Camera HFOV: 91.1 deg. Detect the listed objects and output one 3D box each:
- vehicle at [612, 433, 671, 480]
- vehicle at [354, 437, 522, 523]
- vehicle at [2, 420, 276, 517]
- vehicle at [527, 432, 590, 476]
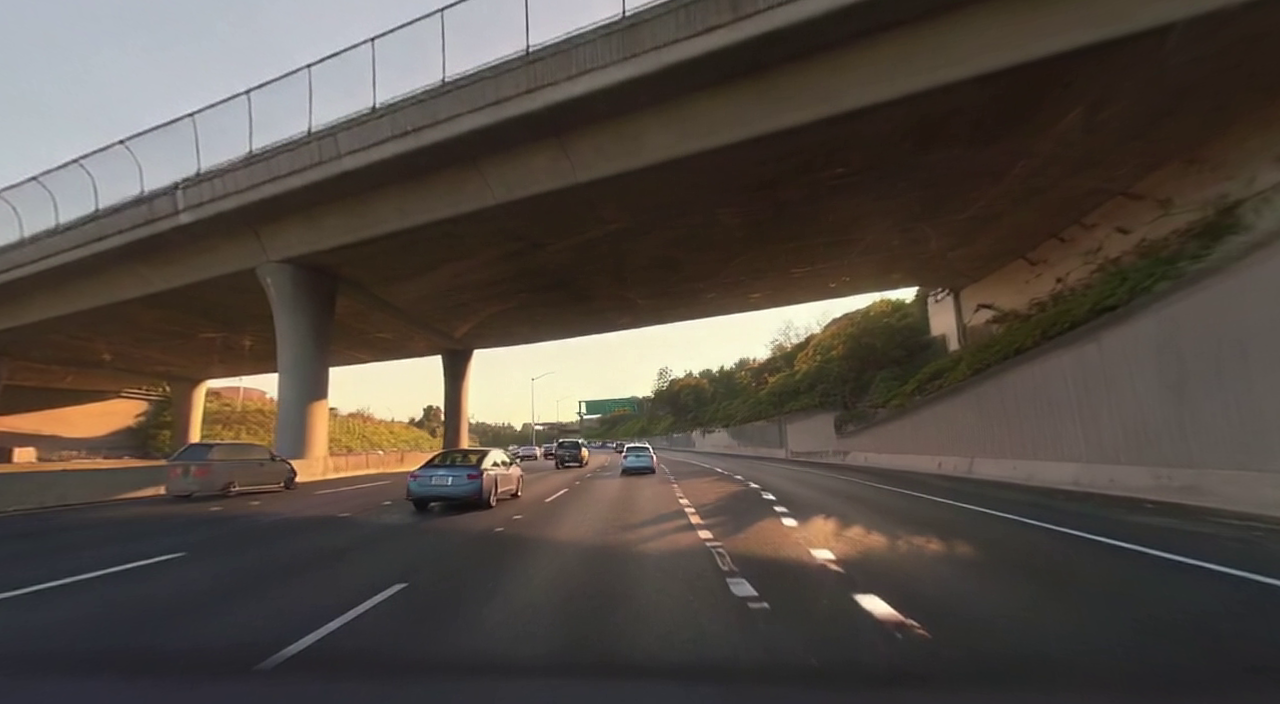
[{"bbox_3d":[0.049,4.146,25.206,2.160,1.678,4.178,0,-8,0],"label":"vehicle"},{"bbox_3d":[-3.981,2.580,13.323,1.997,1.490,4.471,0,-8,1],"label":"vehicle"},{"bbox_3d":[-10.994,2.577,14.480,2.119,1.816,5.019,0,-8,0],"label":"vehicle"},{"bbox_3d":[-3.663,4.668,29.069,2.237,1.841,4.683,0,-8,1],"label":"vehicle"}]
